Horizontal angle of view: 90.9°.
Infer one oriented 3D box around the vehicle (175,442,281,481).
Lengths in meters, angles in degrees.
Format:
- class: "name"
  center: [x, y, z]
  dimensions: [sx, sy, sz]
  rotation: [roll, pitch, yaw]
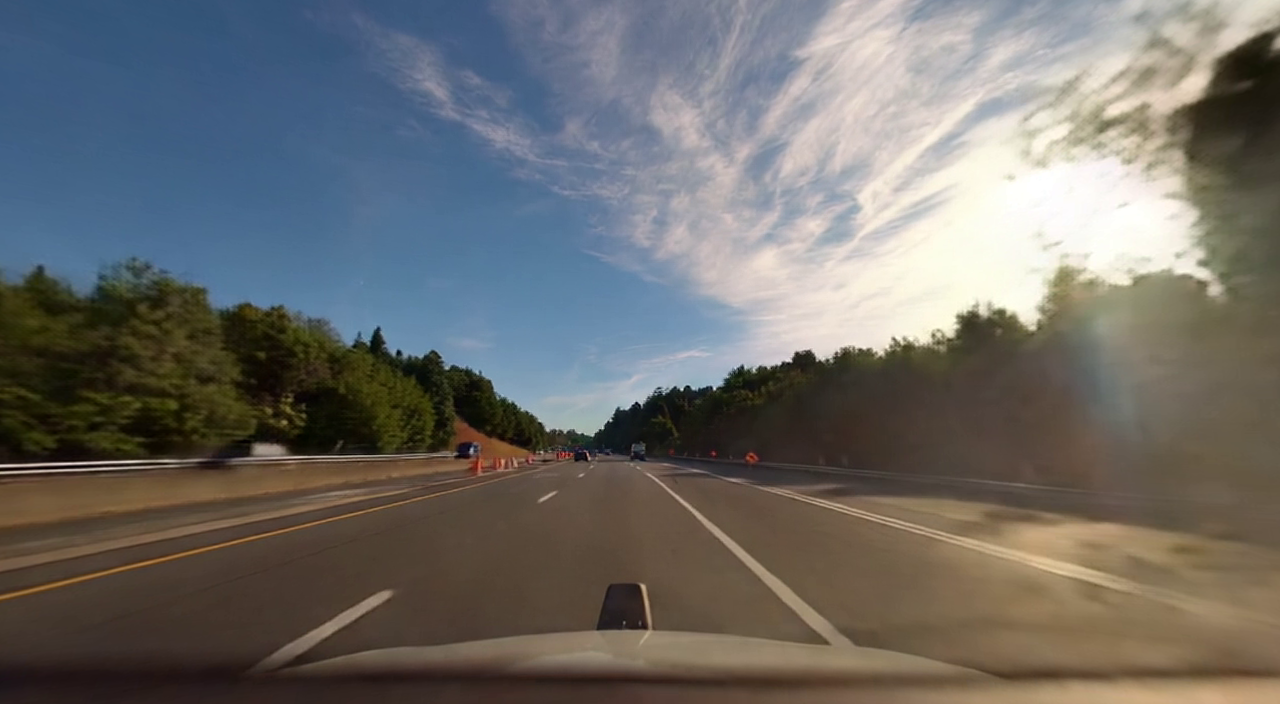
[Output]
- class: "vehicle"
  center: [-17.813, 4.726, 27.519]
  dimensions: [1.851, 1.543, 4.162]
  rotation: [0, -9, -1]
